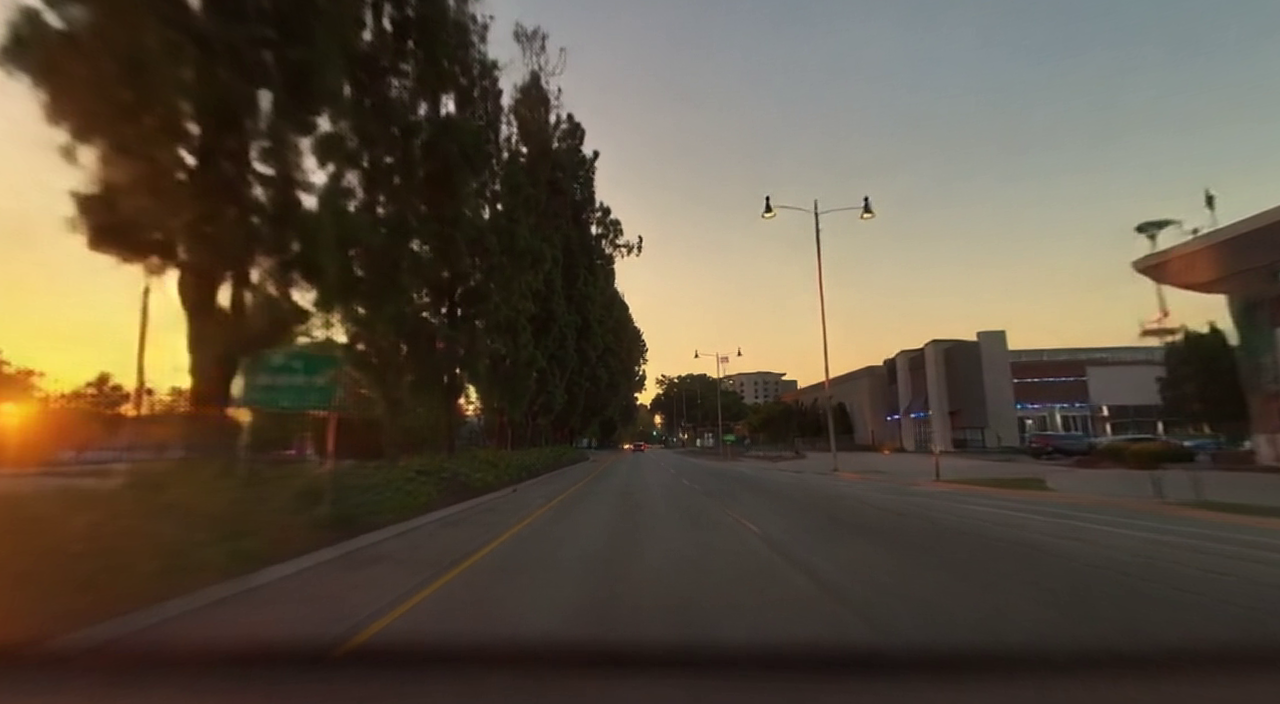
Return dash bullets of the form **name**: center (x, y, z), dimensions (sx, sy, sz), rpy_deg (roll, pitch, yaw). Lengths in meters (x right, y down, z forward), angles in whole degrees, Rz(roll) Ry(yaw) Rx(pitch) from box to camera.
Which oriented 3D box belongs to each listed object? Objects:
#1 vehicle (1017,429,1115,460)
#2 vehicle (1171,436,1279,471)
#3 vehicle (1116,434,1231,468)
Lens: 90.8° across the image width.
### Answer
- **vehicle**: center (30.020, 6.561, 44.611), dimensions (5.244, 1.992, 2.226), rpy_deg (-1, -9, -3)
- **vehicle**: center (31.248, 5.352, 33.393), dimensions (4.279, 1.743, 2.003), rpy_deg (-1, -9, 7)
- **vehicle**: center (30.483, 5.642, 36.184), dimensions (4.633, 1.754, 2.017), rpy_deg (-1, -8, 1)
